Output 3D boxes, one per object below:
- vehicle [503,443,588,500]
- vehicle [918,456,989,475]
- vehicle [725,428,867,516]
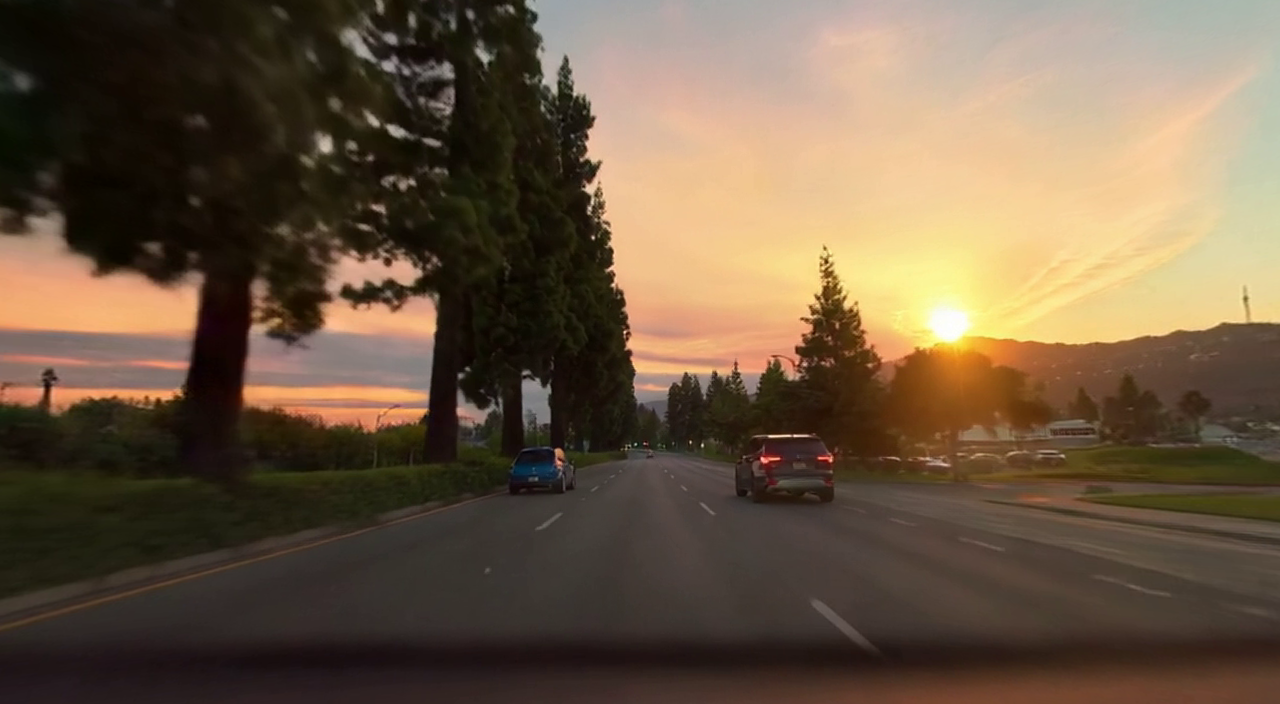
[{"bbox_3d":[-2.953,3.826,20.557,2.025,1.635,4.293,0,-9,1],"label":"vehicle"},{"bbox_3d":[24.585,8.900,49.335,4.587,1.460,1.924,0,-9,1],"label":"vehicle"},{"bbox_3d":[3.525,2.831,15.365,2.087,1.759,5.040,0,-9,-1],"label":"vehicle"}]
